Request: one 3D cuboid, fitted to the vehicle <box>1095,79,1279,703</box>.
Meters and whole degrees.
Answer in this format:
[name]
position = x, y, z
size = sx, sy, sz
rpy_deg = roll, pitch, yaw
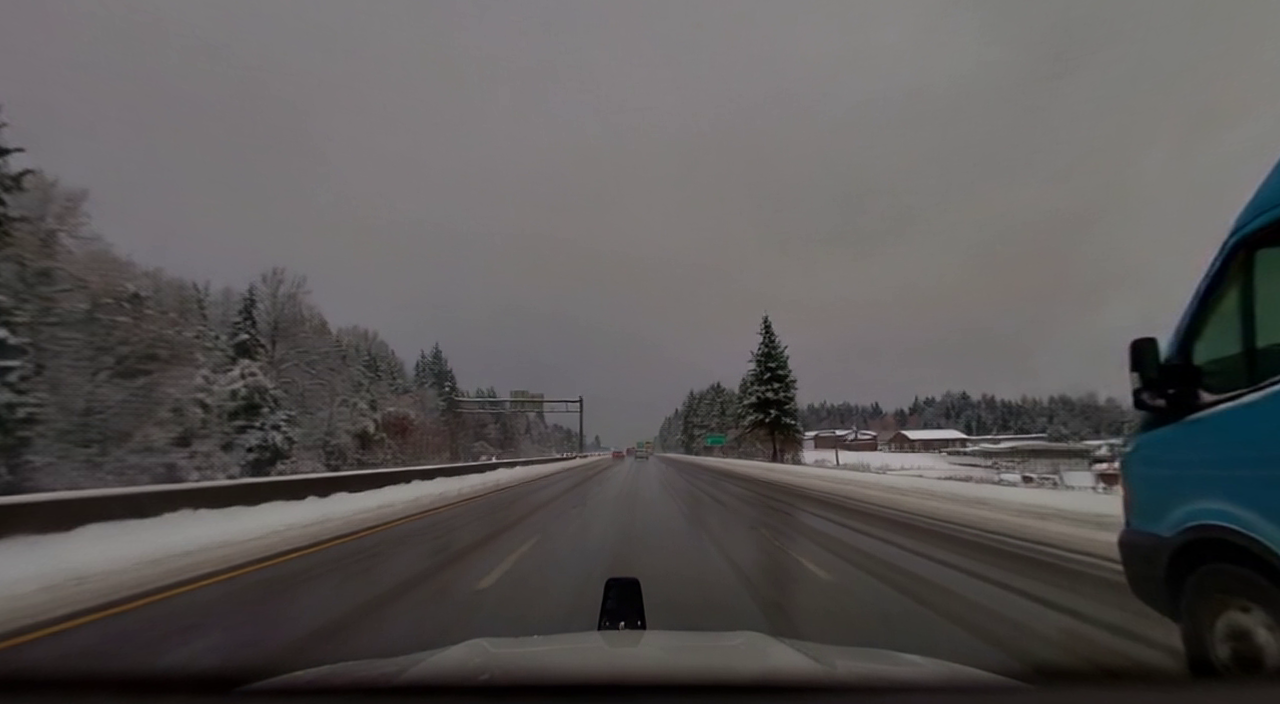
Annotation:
[vehicle]
position = 3.994, -0.144, 0.152
size = 2.527, 2.809, 6.831
rpy_deg = 0, -9, 0
